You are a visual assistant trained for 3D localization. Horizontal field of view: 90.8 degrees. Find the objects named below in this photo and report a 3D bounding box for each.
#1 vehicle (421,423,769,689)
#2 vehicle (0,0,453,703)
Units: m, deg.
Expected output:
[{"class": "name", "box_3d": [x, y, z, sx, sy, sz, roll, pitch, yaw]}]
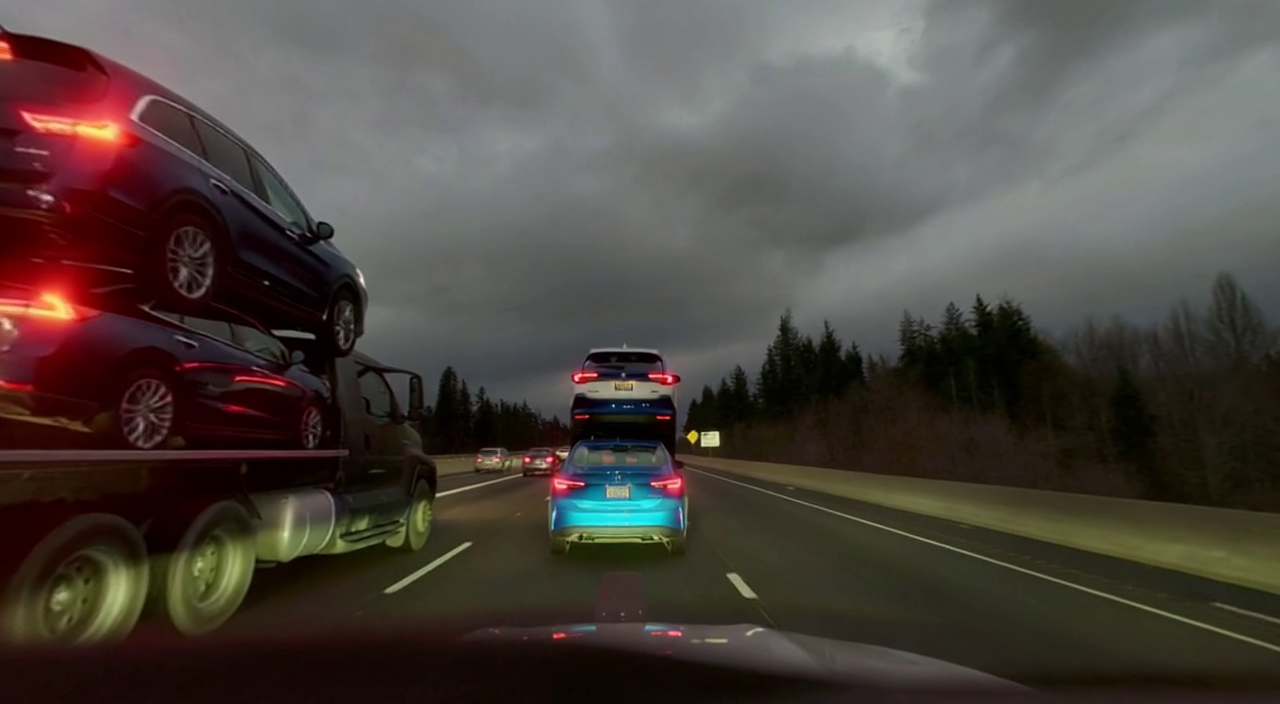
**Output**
[{"class": "vehicle", "box_3d": [-0.275, 1.439, 5.404, 1.991, 1.507, 3.391, 0, -9, -1]}, {"class": "vehicle", "box_3d": [-4.549, -0.065, 3.365, 2.836, 4.059, 14.286, 0, -9, 0]}]
